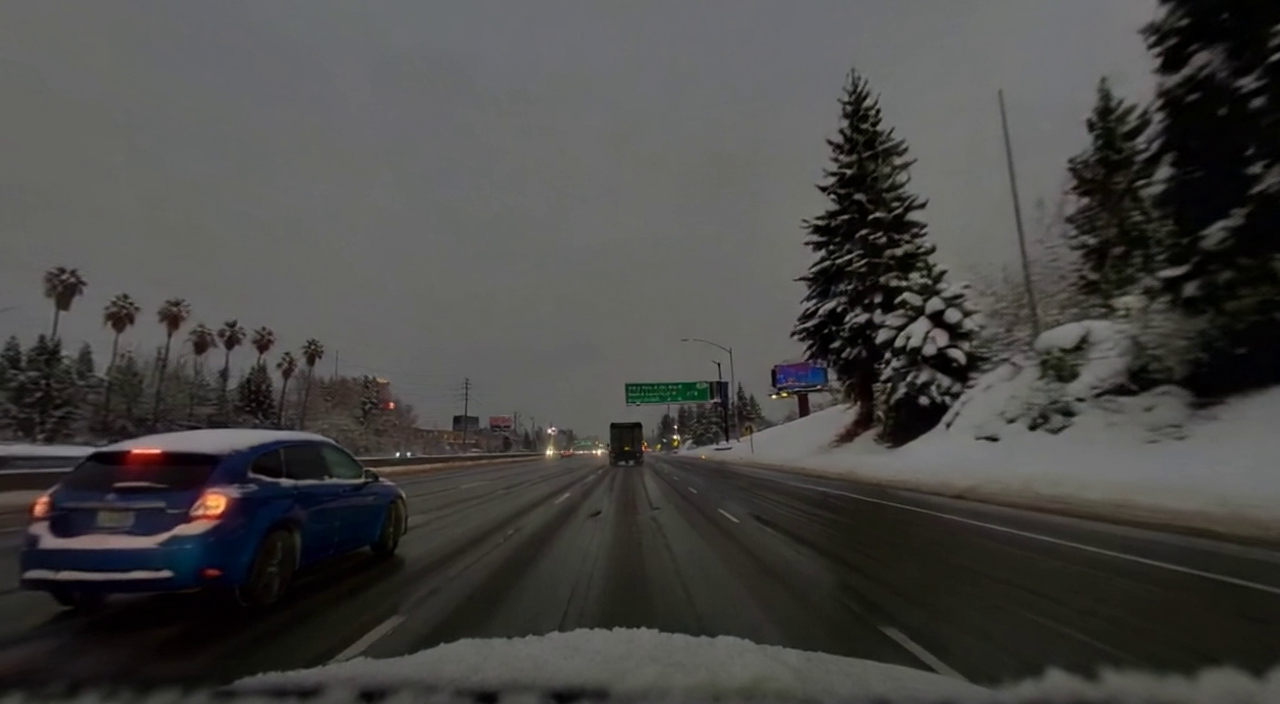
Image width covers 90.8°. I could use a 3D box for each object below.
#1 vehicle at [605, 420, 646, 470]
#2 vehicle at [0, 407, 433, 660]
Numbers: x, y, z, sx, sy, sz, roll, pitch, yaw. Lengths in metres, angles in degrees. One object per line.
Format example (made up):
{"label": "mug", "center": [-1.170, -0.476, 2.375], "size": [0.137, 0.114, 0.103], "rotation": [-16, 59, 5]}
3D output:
{"label": "vehicle", "center": [-0.966, 5.958, 40.473], "size": [2.364, 2.953, 6.495], "rotation": [0, -9, -2]}
{"label": "vehicle", "center": [-3.983, 1.525, 6.544], "size": [2.021, 1.598, 4.887], "rotation": [0, -9, 0]}
